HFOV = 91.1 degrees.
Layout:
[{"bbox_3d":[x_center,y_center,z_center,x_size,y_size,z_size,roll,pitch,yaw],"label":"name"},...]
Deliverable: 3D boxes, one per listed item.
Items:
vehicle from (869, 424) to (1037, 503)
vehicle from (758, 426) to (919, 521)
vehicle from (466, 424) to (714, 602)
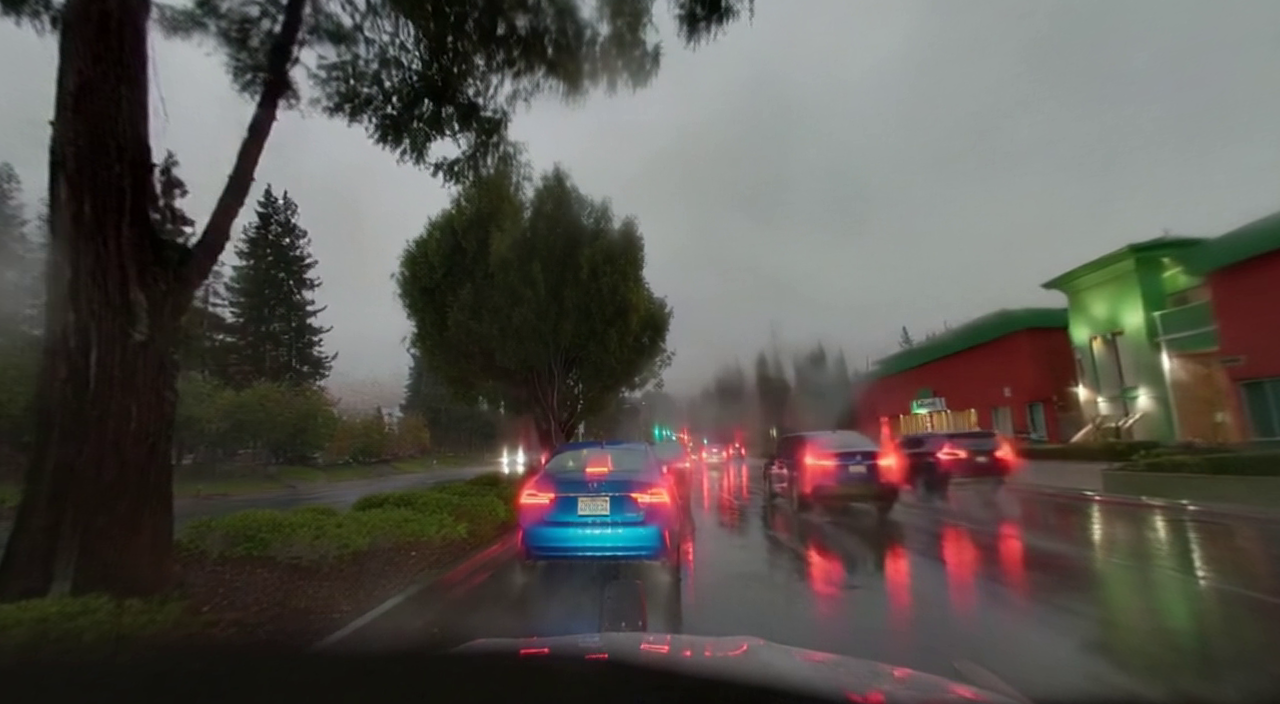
[{"bbox_3d":[7.753,2.806,16.158,2.064,1.747,4.372,0,-9,1],"label":"vehicle"},{"bbox_3d":[3.870,2.446,13.158,1.971,1.637,4.317,0,-9,0],"label":"vehicle"},{"bbox_3d":[-0.431,1.679,7.439,2.111,1.506,4.018,0,-8,0],"label":"vehicle"}]
